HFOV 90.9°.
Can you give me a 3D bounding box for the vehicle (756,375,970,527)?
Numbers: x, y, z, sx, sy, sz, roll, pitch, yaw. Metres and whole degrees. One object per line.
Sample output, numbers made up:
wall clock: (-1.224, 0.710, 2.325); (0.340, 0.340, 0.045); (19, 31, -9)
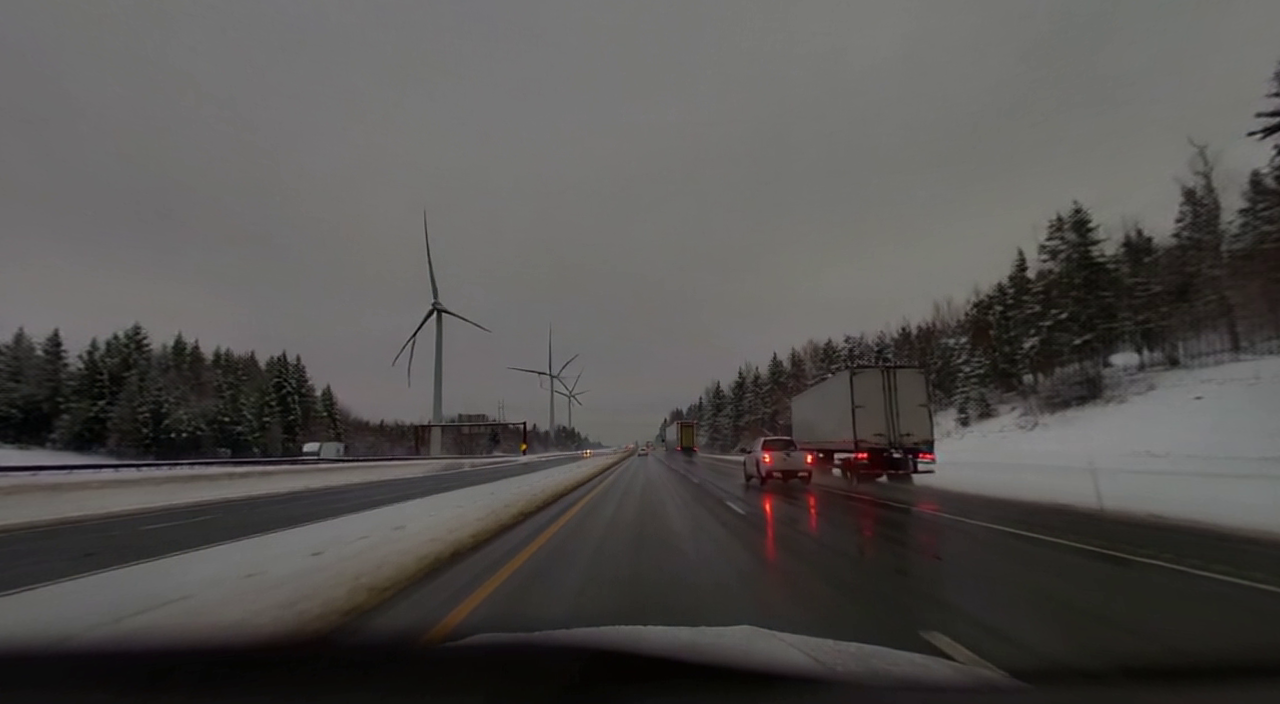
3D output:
vehicle: (4.430, 2.166, 13.893); (2.609, 2.648, 5.397); (0, -9, -1)
